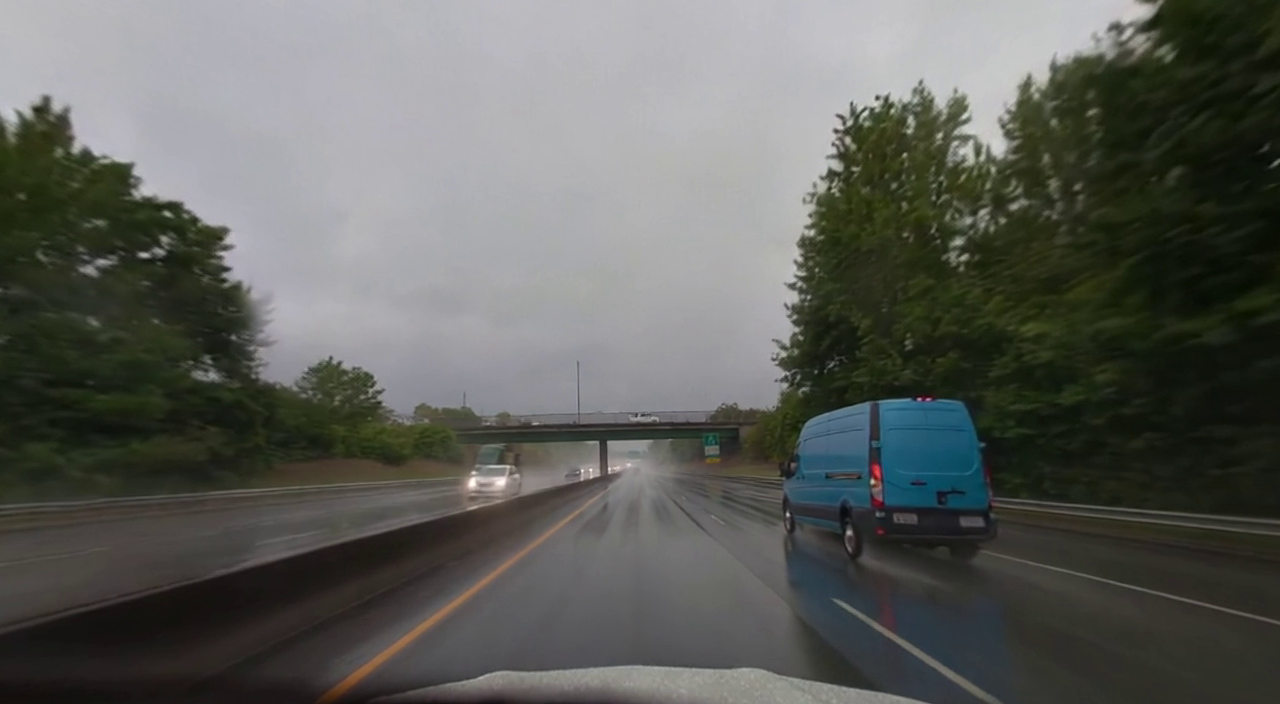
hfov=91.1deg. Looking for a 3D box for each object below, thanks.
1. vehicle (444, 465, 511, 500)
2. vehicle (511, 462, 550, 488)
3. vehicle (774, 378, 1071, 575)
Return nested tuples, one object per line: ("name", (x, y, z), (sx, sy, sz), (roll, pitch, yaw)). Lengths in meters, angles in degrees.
("vehicle", (-7.571, 6.135, 29.747), (1.907, 1.494, 4.554), (1, -10, 0))
("vehicle", (-7.745, 8.767, 44.936), (1.933, 1.723, 4.614), (1, -10, 0))
("vehicle", (4.502, 2.270, 11.861), (2.372, 2.581, 6.763), (1, -10, -1))
